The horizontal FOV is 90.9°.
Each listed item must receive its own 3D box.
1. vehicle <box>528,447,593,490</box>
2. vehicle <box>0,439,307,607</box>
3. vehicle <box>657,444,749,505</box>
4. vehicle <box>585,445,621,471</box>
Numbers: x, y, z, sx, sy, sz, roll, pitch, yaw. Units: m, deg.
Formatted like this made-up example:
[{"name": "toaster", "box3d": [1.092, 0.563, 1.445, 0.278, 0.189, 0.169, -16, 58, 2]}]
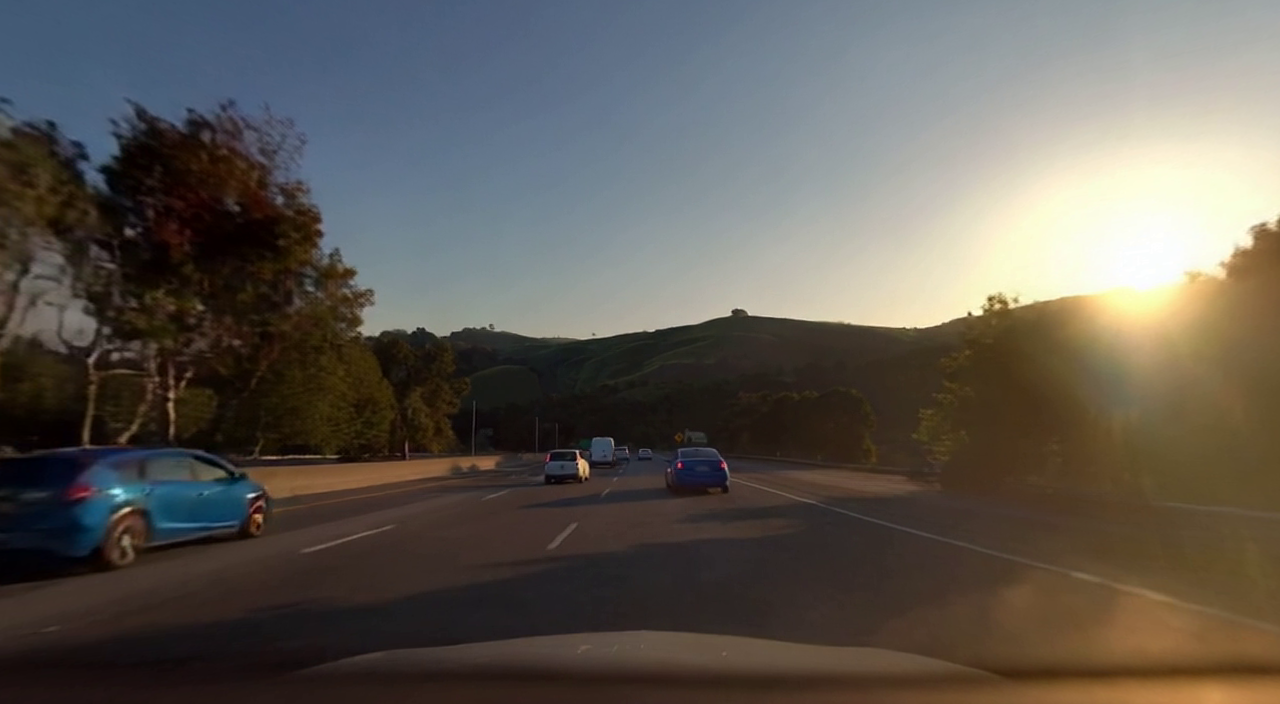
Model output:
[{"name": "vehicle", "box3d": [-3.004, 4.501, 24.688, 1.990, 1.501, 4.250, 0, -8, 0]}, {"name": "vehicle", "box3d": [-6.633, 1.920, 8.170, 2.012, 1.504, 4.729, 0, -8, 1]}, {"name": "vehicle", "box3d": [1.627, 3.379, 17.931, 2.050, 1.491, 4.362, 0, -8, -2]}, {"name": "vehicle", "box3d": [-2.463, 7.123, 42.675, 2.270, 1.660, 4.101, 0, -8, -1]}]
